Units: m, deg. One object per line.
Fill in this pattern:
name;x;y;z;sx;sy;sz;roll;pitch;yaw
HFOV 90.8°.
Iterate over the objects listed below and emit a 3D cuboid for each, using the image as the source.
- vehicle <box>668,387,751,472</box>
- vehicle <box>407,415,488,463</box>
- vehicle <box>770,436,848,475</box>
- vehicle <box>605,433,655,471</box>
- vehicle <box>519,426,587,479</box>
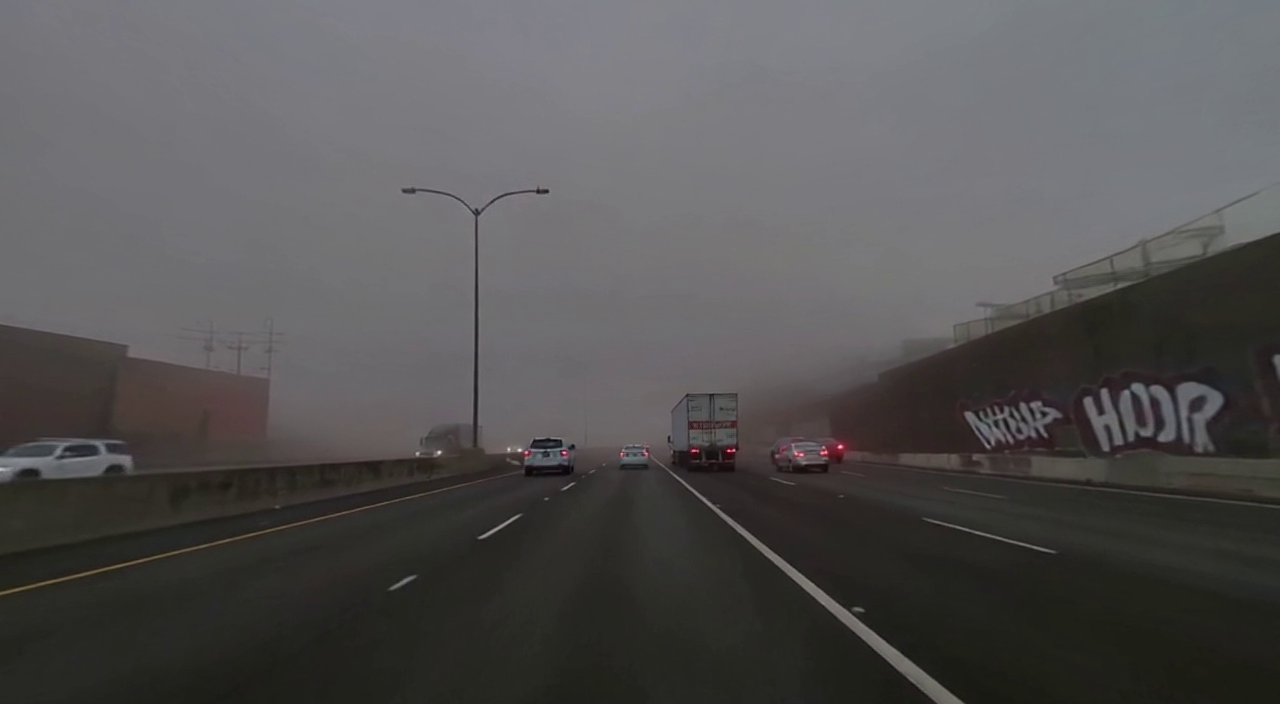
vehicle;3.344;4.285;33.716;2.976;3.806;10.591;0;-9;-1
vehicle;-14.366;6.722;48.306;2.928;3.237;10.432;0;-9;0
vehicle;7.073;4.390;26.965;1.915;1.476;4.677;0;-9;-1
vehicle;-0.463;4.740;29.984;2.191;1.685;4.015;0;-9;0
vehicle;-3.296;3.940;24.975;2.249;1.843;5.176;0;-9;-3
